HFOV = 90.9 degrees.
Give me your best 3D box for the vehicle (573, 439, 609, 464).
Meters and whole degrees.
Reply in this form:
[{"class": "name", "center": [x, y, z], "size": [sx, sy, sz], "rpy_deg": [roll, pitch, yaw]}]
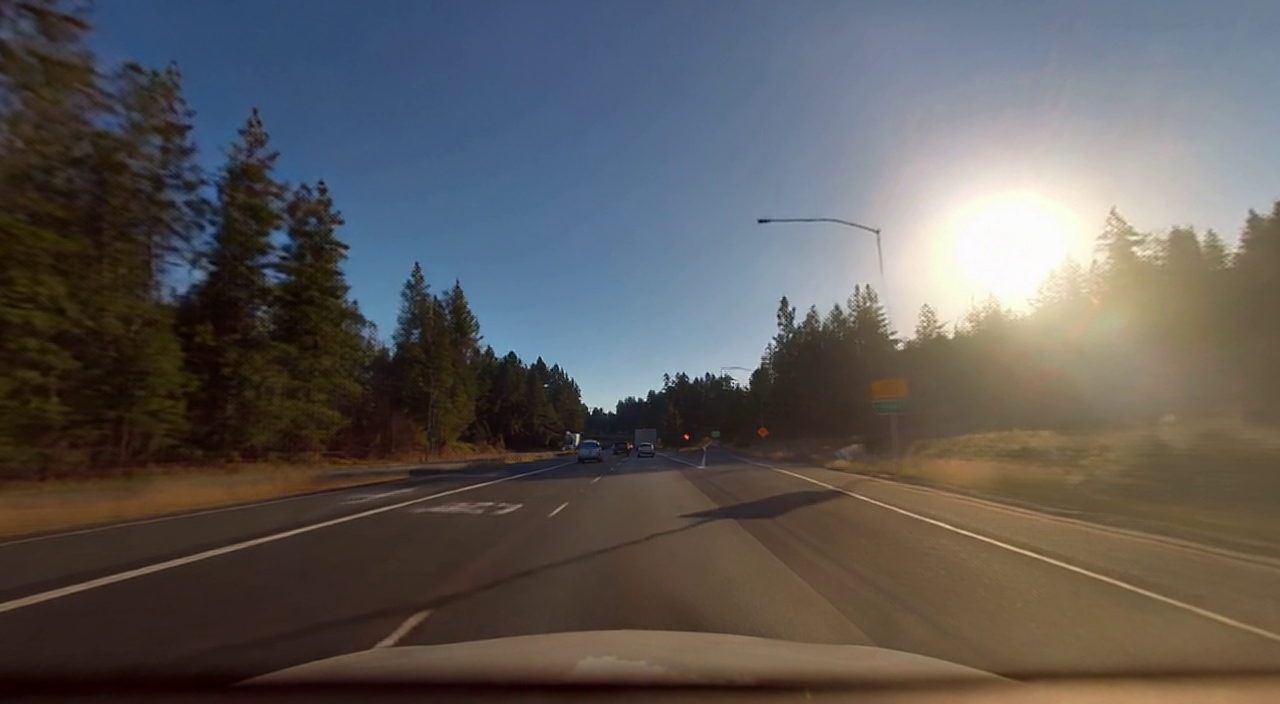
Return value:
[{"class": "vehicle", "center": [-3.491, 7.207, 45.789], "size": [2.129, 1.742, 4.217], "rpy_deg": [0, -8, 2]}]
